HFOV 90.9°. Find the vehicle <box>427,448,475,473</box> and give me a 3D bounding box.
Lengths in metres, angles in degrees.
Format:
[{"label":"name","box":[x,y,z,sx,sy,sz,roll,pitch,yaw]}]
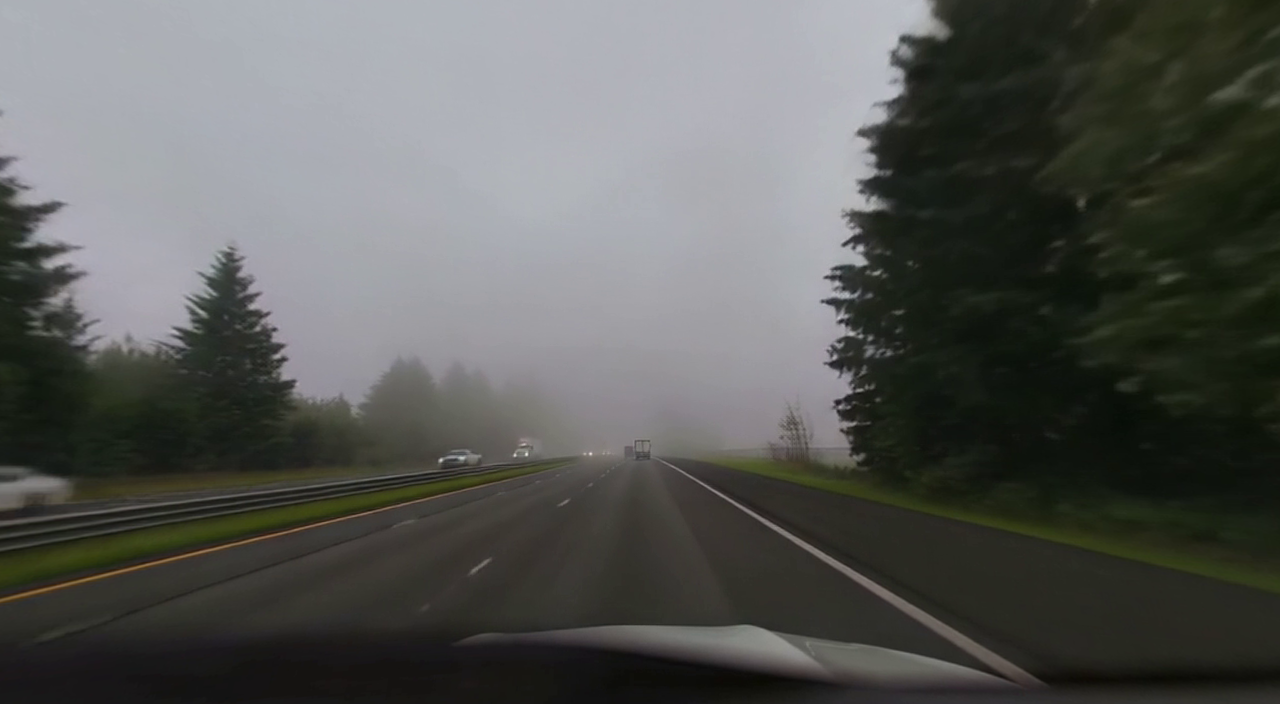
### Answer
[{"label":"vehicle","box":[-12.667,7.294,42.505,1.920,1.545,4.234,0,-9,1]}]
